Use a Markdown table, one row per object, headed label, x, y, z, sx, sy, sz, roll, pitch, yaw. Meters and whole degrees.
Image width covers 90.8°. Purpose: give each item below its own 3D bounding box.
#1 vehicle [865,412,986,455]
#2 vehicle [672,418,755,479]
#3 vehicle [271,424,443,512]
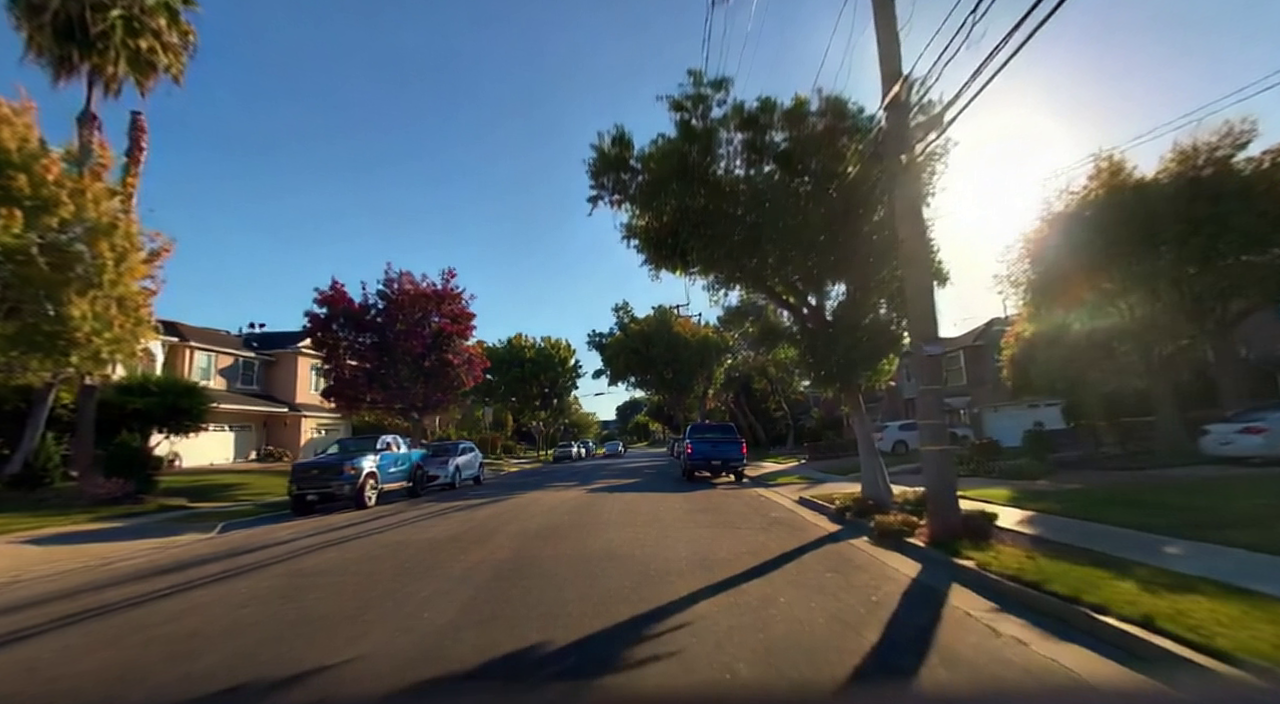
| label | x | y | z | sx | sy | sz | roll | pitch | yaw |
| --- | --- | --- | --- | --- | --- | --- | --- | --- | --- |
| vehicle | 13.815 | 3.973 | 30.822 | 4.778 | 1.903 | 2.205 | -1 | -8 | -1 |
| vehicle | 2.581 | 3.647 | 24.130 | 2.437 | 2.015 | 6.511 | 0 | -8 | 0 |
| vehicle | -7.091 | 2.928 | 16.572 | 2.252 | 1.944 | 4.714 | 0 | -8 | 1 |
